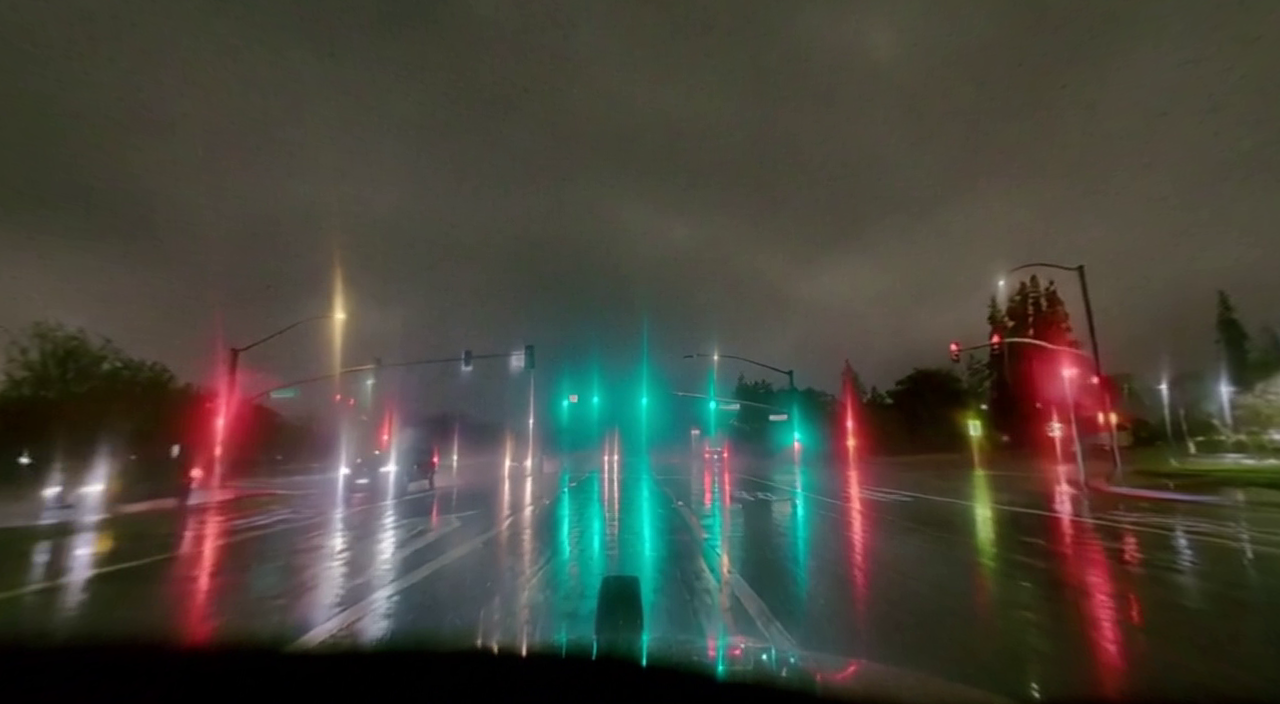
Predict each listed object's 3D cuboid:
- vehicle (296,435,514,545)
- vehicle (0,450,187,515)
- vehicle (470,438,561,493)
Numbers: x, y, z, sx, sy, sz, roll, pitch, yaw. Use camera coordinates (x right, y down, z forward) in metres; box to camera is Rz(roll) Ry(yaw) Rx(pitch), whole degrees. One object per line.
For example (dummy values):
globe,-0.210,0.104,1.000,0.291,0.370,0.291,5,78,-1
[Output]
vehicle,-3.662,2.217,10.926,2.018,1.463,4.603,0,-8,0
vehicle,-15.753,3.601,18.024,1.971,1.548,4.907,0,-8,1
vehicle,-3.823,3.564,20.181,1.974,1.538,4.287,0,-8,1
